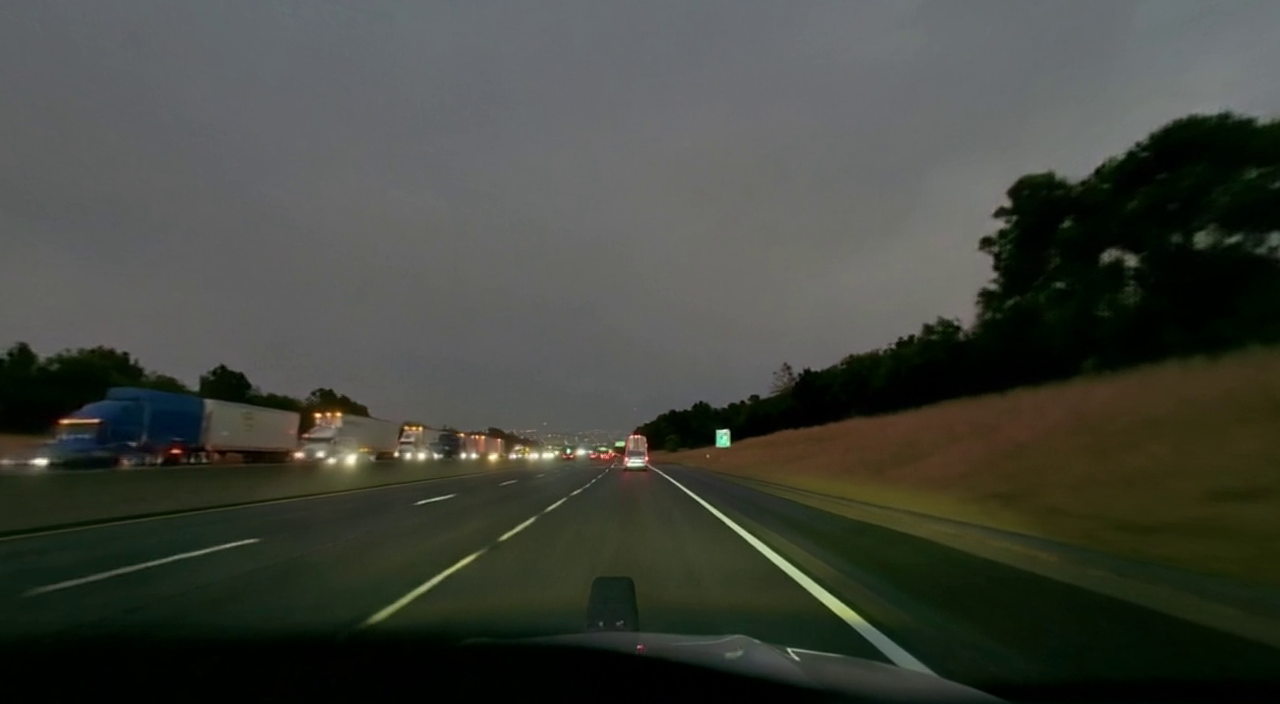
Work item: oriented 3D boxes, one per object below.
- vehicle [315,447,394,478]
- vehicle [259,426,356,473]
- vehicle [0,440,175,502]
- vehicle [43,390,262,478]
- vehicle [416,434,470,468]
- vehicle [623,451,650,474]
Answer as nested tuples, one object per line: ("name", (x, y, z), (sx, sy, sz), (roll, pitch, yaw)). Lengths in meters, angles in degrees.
("vehicle", (-14.705, 5.711, 32.769), (1.935, 1.486, 4.694), (0, -9, 0))
("vehicle", (-19.392, 5.764, 37.236), (2.379, 2.537, 6.065), (0, -9, 0))
("vehicle", (-14.767, 3.080, 16.661), (1.837, 1.427, 4.020), (0, -9, 0))
("vehicle", (-23.870, 4.294, 32.055), (2.893, 3.701, 10.393), (0, -9, -1))
("vehicle", (-15.131, 7.672, 48.854), (2.382, 2.437, 5.706), (0, -9, -1))
("vehicle", (-0.276, 8.645, 49.431), (2.009, 1.657, 3.962), (0, -9, -1))
